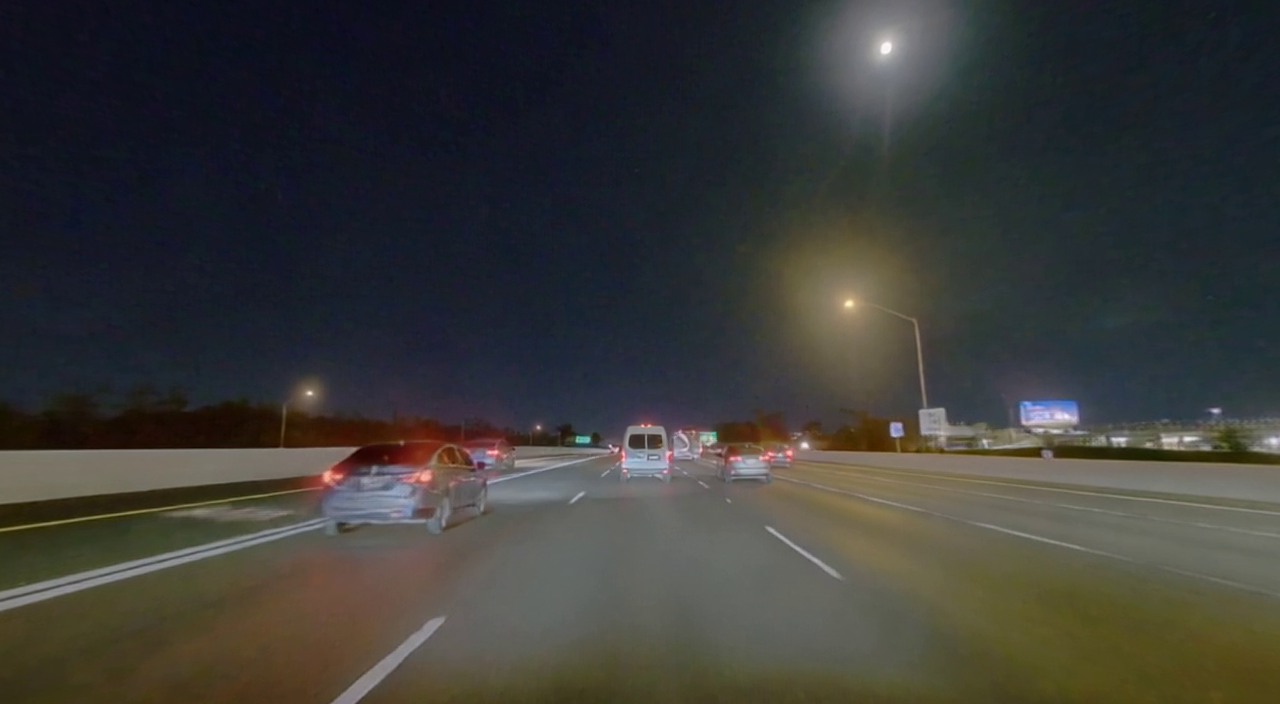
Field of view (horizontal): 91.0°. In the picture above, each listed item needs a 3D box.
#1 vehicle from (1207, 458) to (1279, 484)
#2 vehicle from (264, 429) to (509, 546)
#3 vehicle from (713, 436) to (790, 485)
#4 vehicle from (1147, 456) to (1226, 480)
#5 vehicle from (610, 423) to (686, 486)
[{"bbox_3d":[37.424,7.261,38.396,3.668,1.460,1.751,-1,-9,11],"label":"vehicle"},{"bbox_3d":[-3.890,2.173,10.856,2.173,1.542,4.781,0,-9,1],"label":"vehicle"},{"bbox_3d":[4.127,4.120,24.144,2.146,1.678,4.489,0,-9,0],"label":"vehicle"},{"bbox_3d":[37.936,8.067,43.745,3.659,1.460,1.731,-3,-8,6],"label":"vehicle"},{"bbox_3d":[0.248,3.736,23.169,2.509,2.062,4.639,0,-9,0],"label":"vehicle"}]
